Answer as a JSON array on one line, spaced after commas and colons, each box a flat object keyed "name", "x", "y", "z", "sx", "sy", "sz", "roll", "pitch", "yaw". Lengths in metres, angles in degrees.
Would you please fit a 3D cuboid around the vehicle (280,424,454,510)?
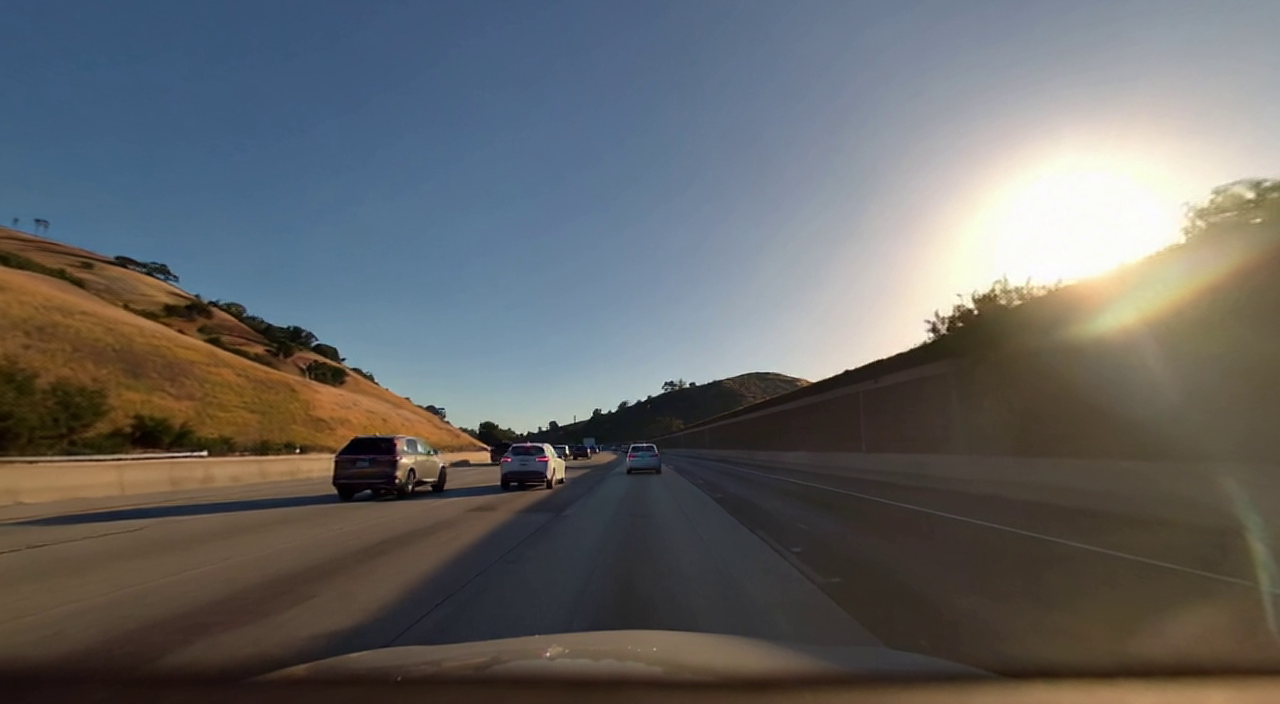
[{"name": "vehicle", "x": -6.790, "y": 2.930, "z": 16.544, "sx": 2.108, "sy": 1.856, "sz": 5.214, "roll": 0, "pitch": -9, "yaw": 2}]

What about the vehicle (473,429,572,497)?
[{"name": "vehicle", "x": -3.433, "y": 3.354, "z": 19.395, "sx": 2.093, "sy": 1.820, "sz": 4.506, "roll": 0, "pitch": -9, "yaw": 1}]

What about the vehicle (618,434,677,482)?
[{"name": "vehicle", "x": 0.264, "y": 4.381, "z": 26.208, "sx": 2.233, "sy": 1.804, "sz": 4.273, "roll": 0, "pitch": -9, "yaw": 0}]
